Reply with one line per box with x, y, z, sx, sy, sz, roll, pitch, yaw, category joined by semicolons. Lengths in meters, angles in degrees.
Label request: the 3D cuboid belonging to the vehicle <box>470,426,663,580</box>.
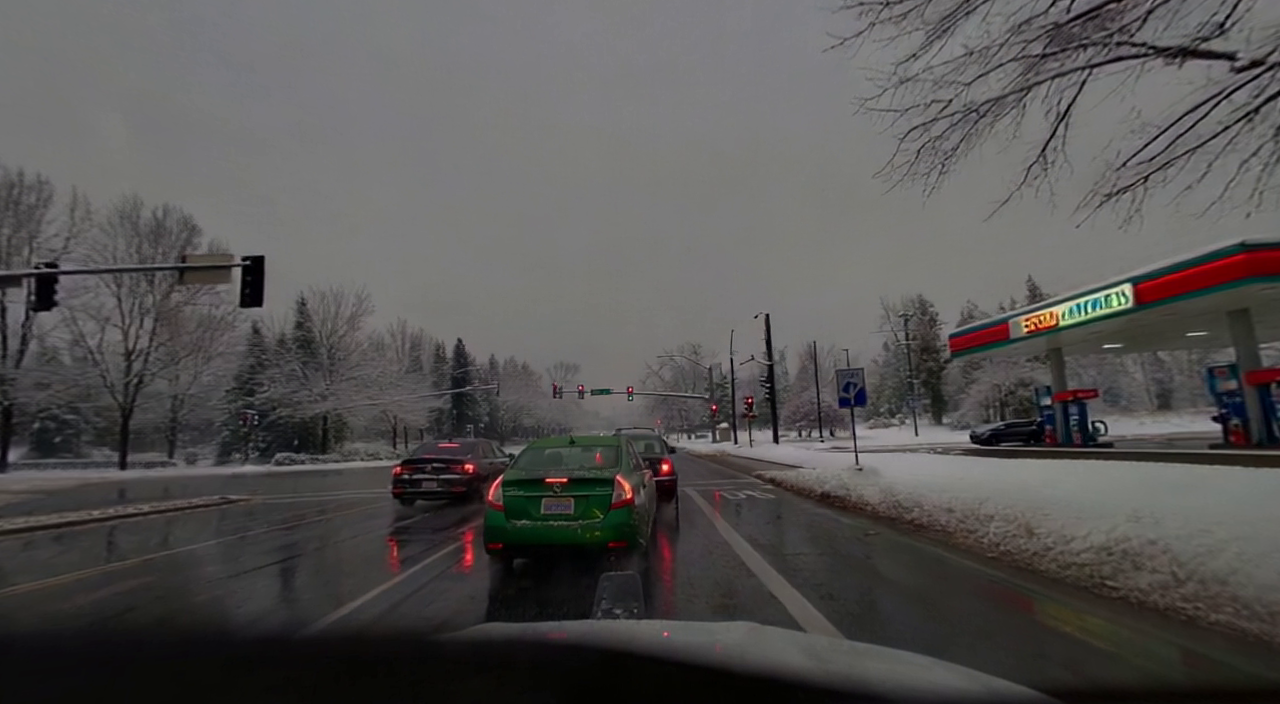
-0.658;1.833;8.561;1.916;1.510;4.447;0;-8;2;vehicle

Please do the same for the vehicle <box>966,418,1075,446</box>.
21.546;4.584;35.941;4.874;1.502;2.048;0;-8;0;vehicle

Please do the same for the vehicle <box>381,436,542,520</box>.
-3.648;2.666;13.998;1.995;1.506;4.773;-1;-8;3;vehicle
